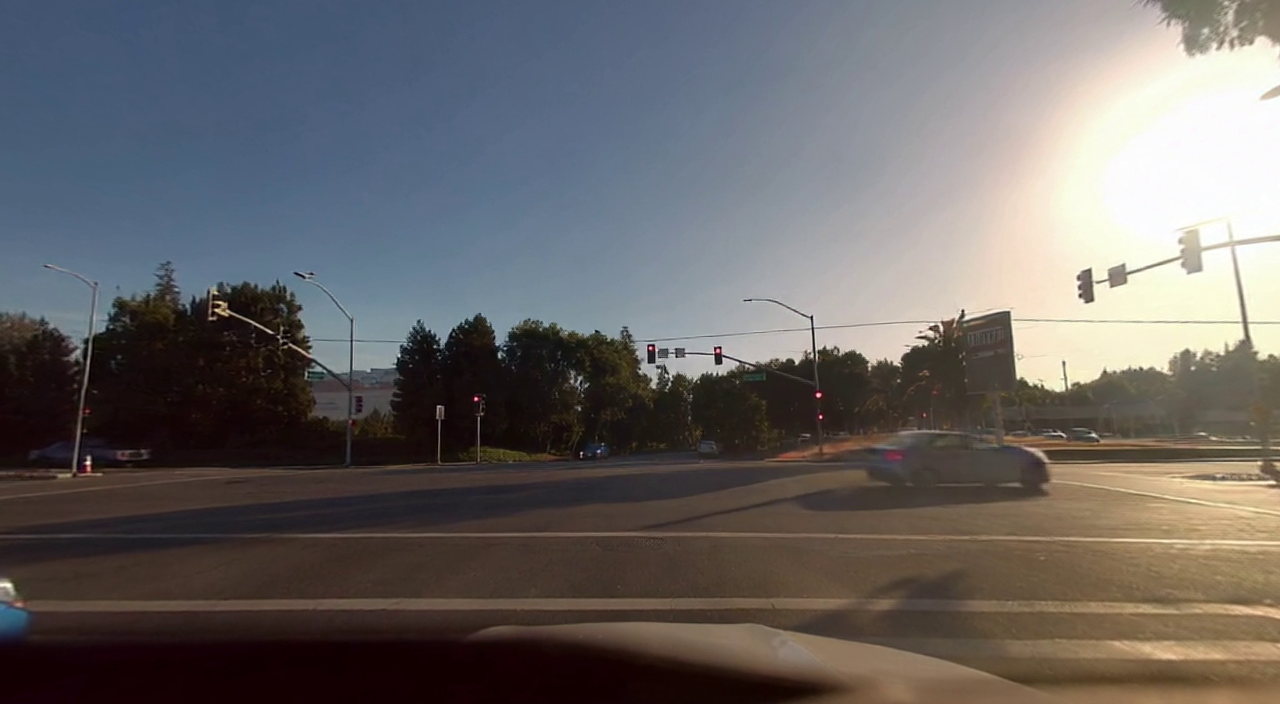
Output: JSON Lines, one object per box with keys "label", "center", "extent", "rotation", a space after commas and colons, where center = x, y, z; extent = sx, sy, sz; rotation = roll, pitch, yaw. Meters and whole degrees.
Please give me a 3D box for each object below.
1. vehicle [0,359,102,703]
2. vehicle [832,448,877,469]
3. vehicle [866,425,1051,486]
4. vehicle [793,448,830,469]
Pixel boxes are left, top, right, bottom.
{"label": "vehicle", "center": [-3.061, 0.567, 0.221], "extent": [2.055, 1.573, 4.065], "rotation": [0, -8, 2]}
{"label": "vehicle", "center": [15.568, 7.746, 46.027], "extent": [1.714, 1.458, 4.206], "rotation": [0, -8, -1]}
{"label": "vehicle", "center": [8.266, 2.719, 16.672], "extent": [3.894, 1.490, 1.810], "rotation": [-1, -8, 3]}
{"label": "vehicle", "center": [12.581, 7.847, 46.541], "extent": [1.647, 1.386, 3.725], "rotation": [-2, -8, 0]}
